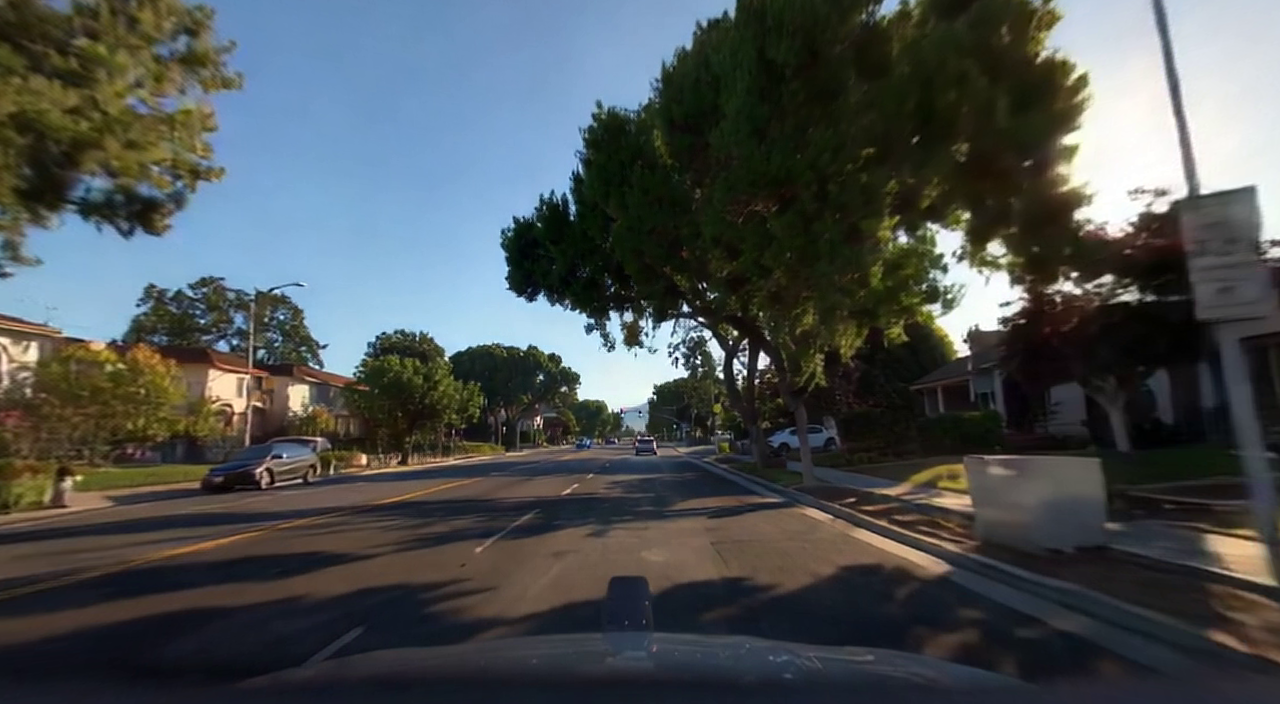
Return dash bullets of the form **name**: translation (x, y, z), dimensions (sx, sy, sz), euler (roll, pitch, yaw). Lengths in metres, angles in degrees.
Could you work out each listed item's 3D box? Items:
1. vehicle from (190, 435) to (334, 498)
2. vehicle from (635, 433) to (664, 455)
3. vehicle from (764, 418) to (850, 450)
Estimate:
- **vehicle**: translation (-14.134, 4.227, 24.081), dimensions (2.337, 1.850, 5.448), euler (-4, -6, -2)
- **vehicle**: translation (0.712, 6.933, 47.318), dimensions (2.088, 1.607, 3.903), euler (0, -9, 1)
- **vehicle**: translation (10.372, 5.115, 39.354), dimensions (4.746, 1.485, 1.916), euler (-6, -8, 0)
